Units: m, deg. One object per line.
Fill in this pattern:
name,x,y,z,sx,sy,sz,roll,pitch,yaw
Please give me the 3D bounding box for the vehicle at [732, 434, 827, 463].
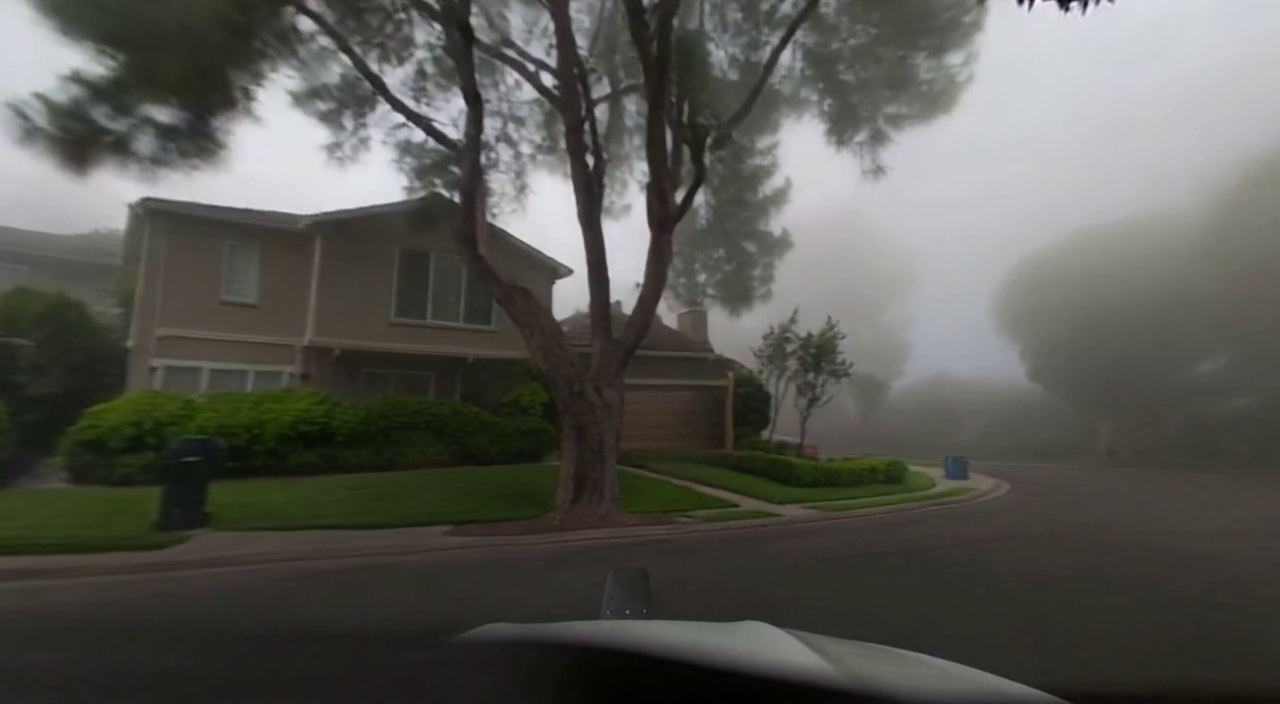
vehicle,7.708,5.318,34.757,5.089,1.517,1.791,4,-11,-27
